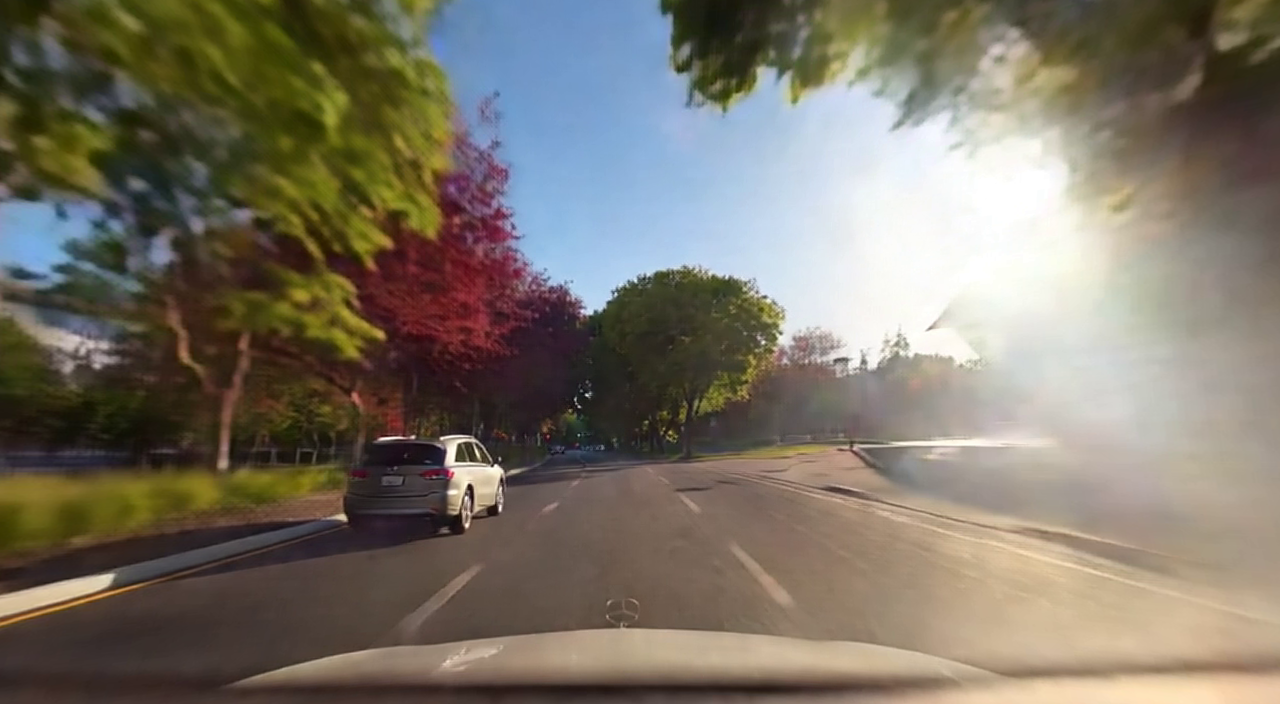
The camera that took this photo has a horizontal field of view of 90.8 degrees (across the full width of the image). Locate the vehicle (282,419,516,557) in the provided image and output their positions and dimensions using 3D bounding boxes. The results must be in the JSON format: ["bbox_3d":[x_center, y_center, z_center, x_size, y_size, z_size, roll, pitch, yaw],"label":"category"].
[{"bbox_3d":[-3.438,2.021,10.187,2.067,1.700,4.561,0,-8,-1],"label":"vehicle"}]
